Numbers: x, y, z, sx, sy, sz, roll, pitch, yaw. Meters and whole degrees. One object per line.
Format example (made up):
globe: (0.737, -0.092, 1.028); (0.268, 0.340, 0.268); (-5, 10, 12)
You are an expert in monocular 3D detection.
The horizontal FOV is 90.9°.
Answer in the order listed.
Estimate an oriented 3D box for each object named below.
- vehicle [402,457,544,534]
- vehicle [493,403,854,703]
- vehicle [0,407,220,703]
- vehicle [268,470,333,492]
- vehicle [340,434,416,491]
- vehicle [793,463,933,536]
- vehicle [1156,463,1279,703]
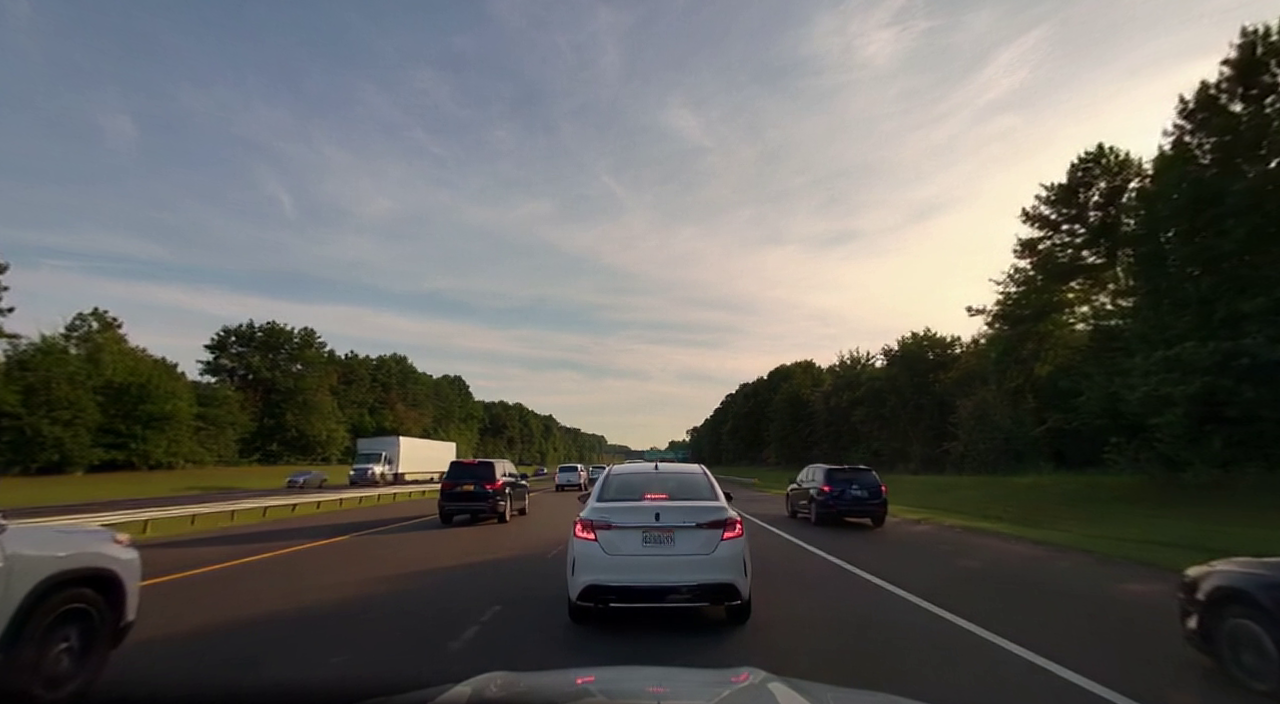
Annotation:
vehicle: (-3.756, 3.344, 15.134); (1.960, 1.502, 4.593); (0, -11, 2)
vehicle: (0.172, 1.553, 5.762); (2.057, 1.725, 4.126); (1, -11, -1)
vehicle: (-3.910, 0.892, 2.125); (1.994, 1.556, 4.263); (1, -11, 0)
vehicle: (-24.411, 9.265, 45.444); (1.981, 1.468, 4.519); (0, -11, 3)
vehicle: (-20.180, 8.607, 48.978); (2.969, 4.038, 5.876); (0, -11, 3)
vehicle: (5.129, 3.447, 15.171); (1.978, 1.472, 4.022); (0, -11, 1)
vehicle: (4.470, 1.071, 2.101); (1.870, 1.382, 4.287); (1, -11, 1)
